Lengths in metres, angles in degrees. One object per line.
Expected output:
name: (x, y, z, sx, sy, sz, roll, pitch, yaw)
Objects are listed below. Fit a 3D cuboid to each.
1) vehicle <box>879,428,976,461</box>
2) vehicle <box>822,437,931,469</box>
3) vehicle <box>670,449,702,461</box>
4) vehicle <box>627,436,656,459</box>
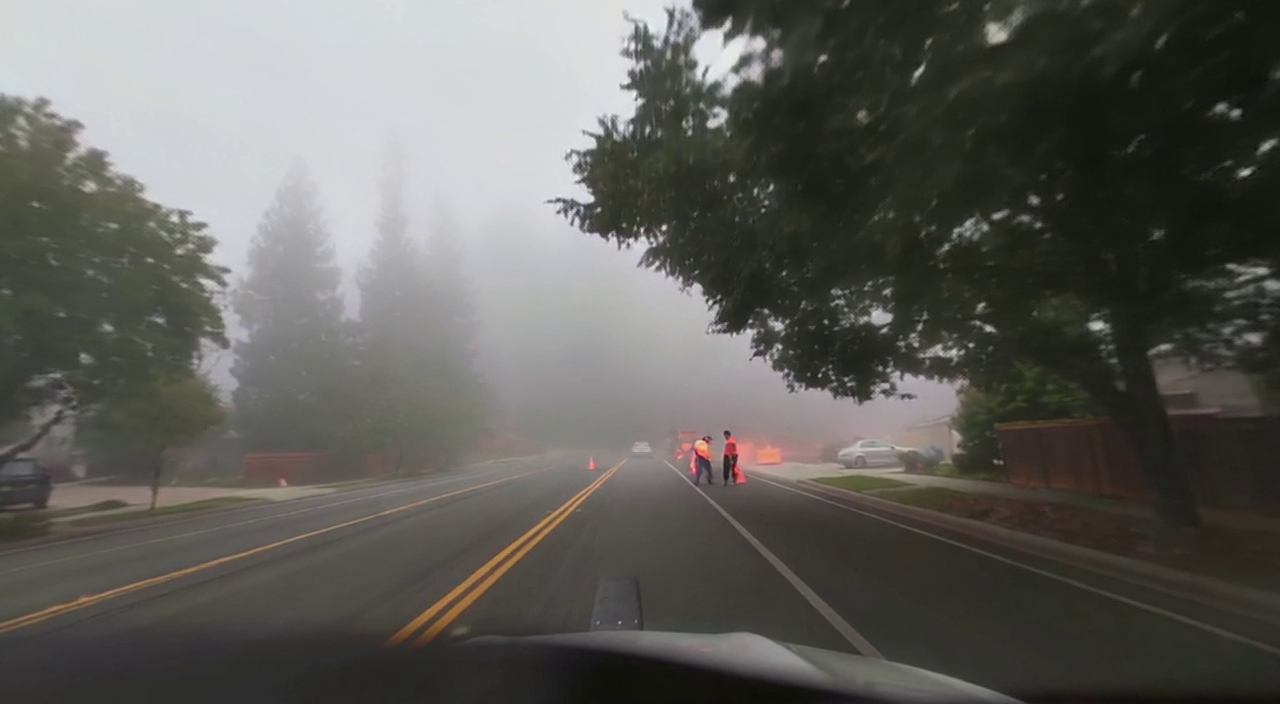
vehicle: (15.622, 5.046, 34.313, 4.302, 1.736, 1.932, 0, -8, -2)
vehicle: (11.232, 4.824, 30.117, 4.463, 1.466, 1.813, -1, -9, 4)
vehicle: (3.415, 7.744, 47.494, 2.123, 0.883, 3.024, 0, -9, -1)
vehicle: (0.102, 7.490, 49.305, 2.151, 1.708, 4.084, 0, -9, 0)
